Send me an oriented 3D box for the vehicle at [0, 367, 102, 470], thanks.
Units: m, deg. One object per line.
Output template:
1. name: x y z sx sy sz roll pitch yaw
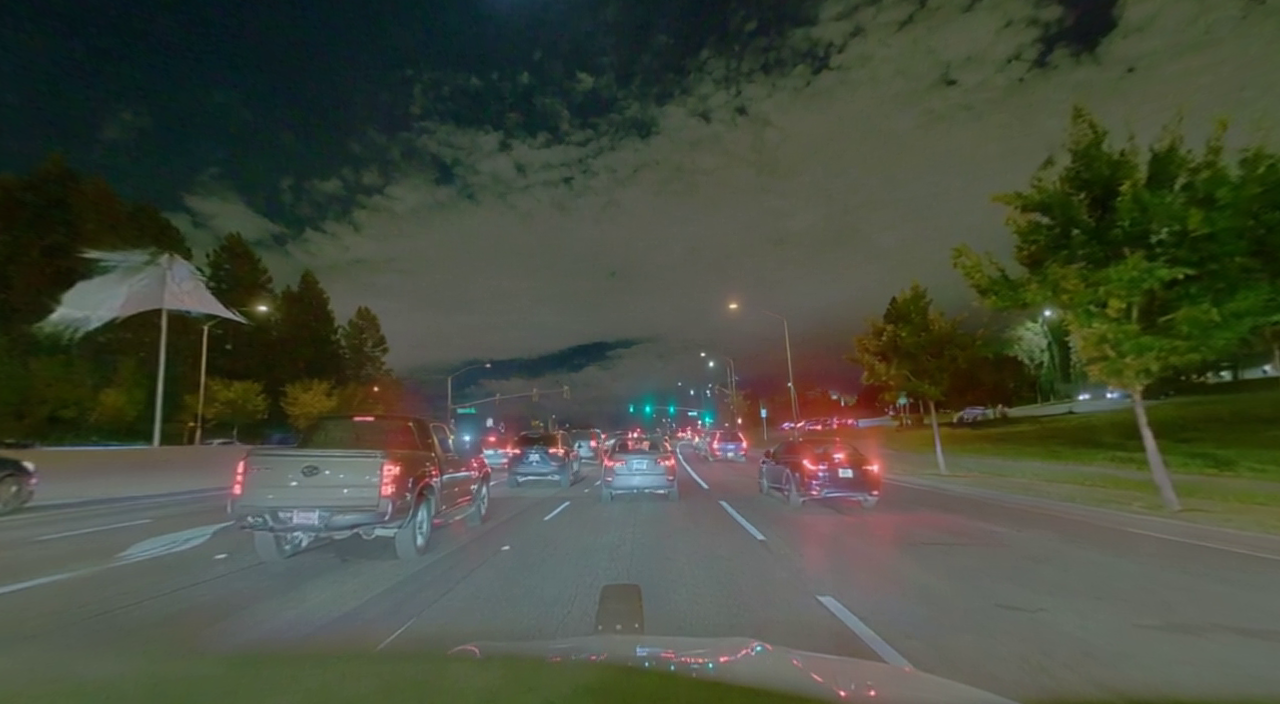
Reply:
1. vehicle: -27.990 2.339 23.194 3.181 4.189 14.107 -1 -8 4

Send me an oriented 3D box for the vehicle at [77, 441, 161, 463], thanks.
1. vehicle: -37.323 7.138 45.304 4.384 1.462 1.854 -1 -8 -1

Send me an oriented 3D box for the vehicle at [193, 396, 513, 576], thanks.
1. vehicle: -3.349 1.693 8.903 2.111 1.745 5.274 0 -8 -1

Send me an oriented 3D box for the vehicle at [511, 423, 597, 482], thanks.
1. vehicle: -2.854 3.484 22.082 2.218 1.829 4.492 -1 -8 2

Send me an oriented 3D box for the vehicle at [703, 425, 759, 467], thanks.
1. vehicle: 4.347 4.580 30.877 2.099 1.845 4.363 0 -8 0

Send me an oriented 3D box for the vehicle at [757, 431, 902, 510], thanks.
1. vehicle: 3.945 2.518 13.962 1.884 1.463 4.195 0 -8 0

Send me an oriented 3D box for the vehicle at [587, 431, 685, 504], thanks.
1. vehicle: -0.063 2.700 15.217 2.030 1.477 4.330 0 -8 1
